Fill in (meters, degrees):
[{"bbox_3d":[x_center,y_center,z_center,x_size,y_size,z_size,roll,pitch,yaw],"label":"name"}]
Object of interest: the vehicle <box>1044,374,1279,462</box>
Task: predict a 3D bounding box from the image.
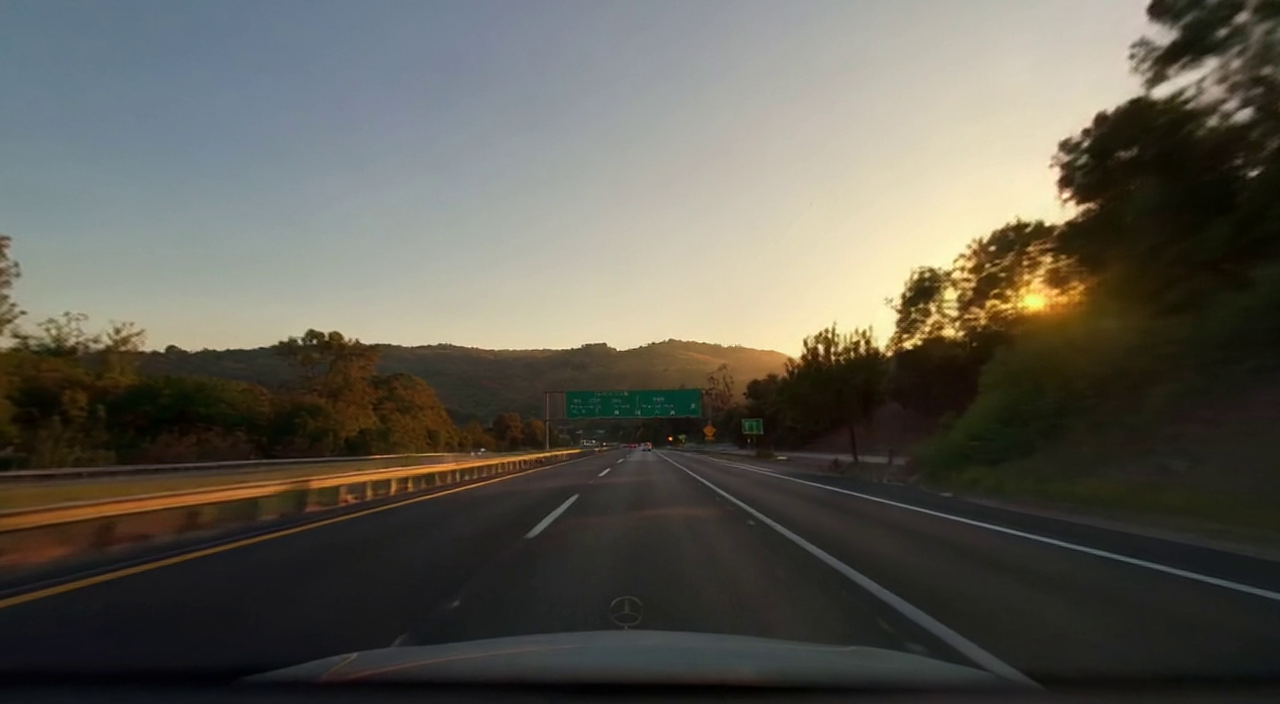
[{"bbox_3d":[29.273,3.512,32.249,2.836,4.027,14.280,6,-10,-33],"label":"vehicle"}]
